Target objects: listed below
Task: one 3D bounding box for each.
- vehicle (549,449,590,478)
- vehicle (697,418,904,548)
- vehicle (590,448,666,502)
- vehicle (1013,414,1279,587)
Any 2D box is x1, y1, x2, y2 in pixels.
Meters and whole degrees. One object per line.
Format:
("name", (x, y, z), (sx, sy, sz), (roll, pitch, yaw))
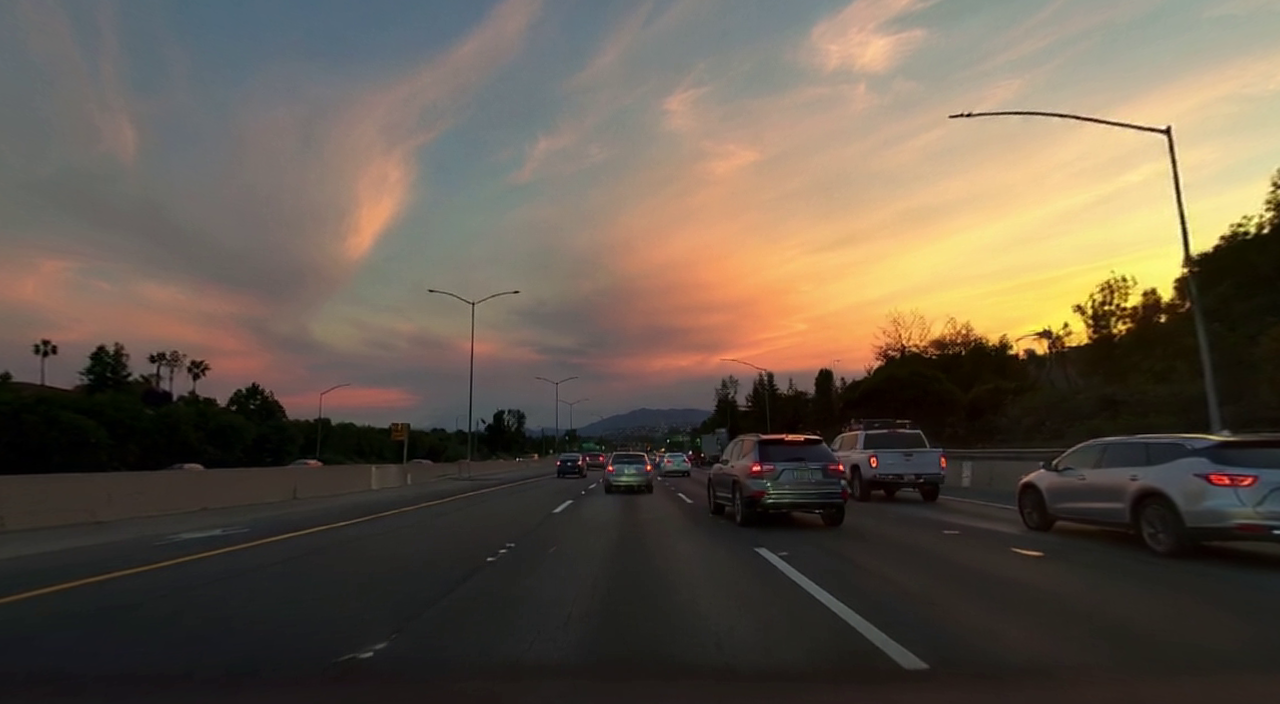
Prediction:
("vehicle", (-4.177, 6.633, 37.697), (1.889, 1.600, 4.043), (0, -9, 1))
("vehicle", (2.368, 2.092, 10.594), (2.230, 1.740, 3.976), (1, -9, -3))
("vehicle", (-0.314, 3.792, 19.866), (2.157, 1.495, 4.038), (0, -9, 1))
("vehicle", (7.150, 1.746, 8.059), (1.972, 1.647, 4.429), (0, -9, 0))
